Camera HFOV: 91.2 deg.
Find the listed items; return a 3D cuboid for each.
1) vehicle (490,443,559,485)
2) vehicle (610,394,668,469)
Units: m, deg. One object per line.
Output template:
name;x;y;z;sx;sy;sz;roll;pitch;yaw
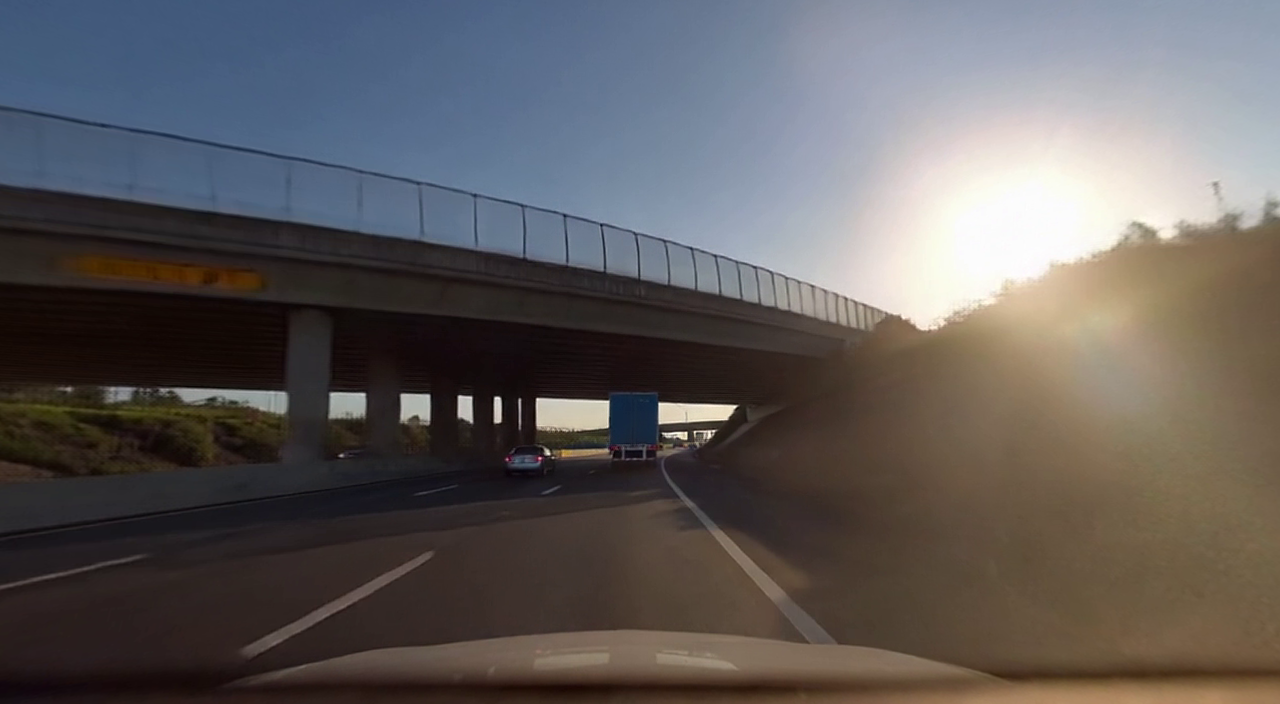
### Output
vehicle;-4.434;4.347;24.630;1.895;1.500;3.808;0;-9;1
vehicle;-0.021;5.194;39.902;3.123;4.094;10.812;0;-9;0
